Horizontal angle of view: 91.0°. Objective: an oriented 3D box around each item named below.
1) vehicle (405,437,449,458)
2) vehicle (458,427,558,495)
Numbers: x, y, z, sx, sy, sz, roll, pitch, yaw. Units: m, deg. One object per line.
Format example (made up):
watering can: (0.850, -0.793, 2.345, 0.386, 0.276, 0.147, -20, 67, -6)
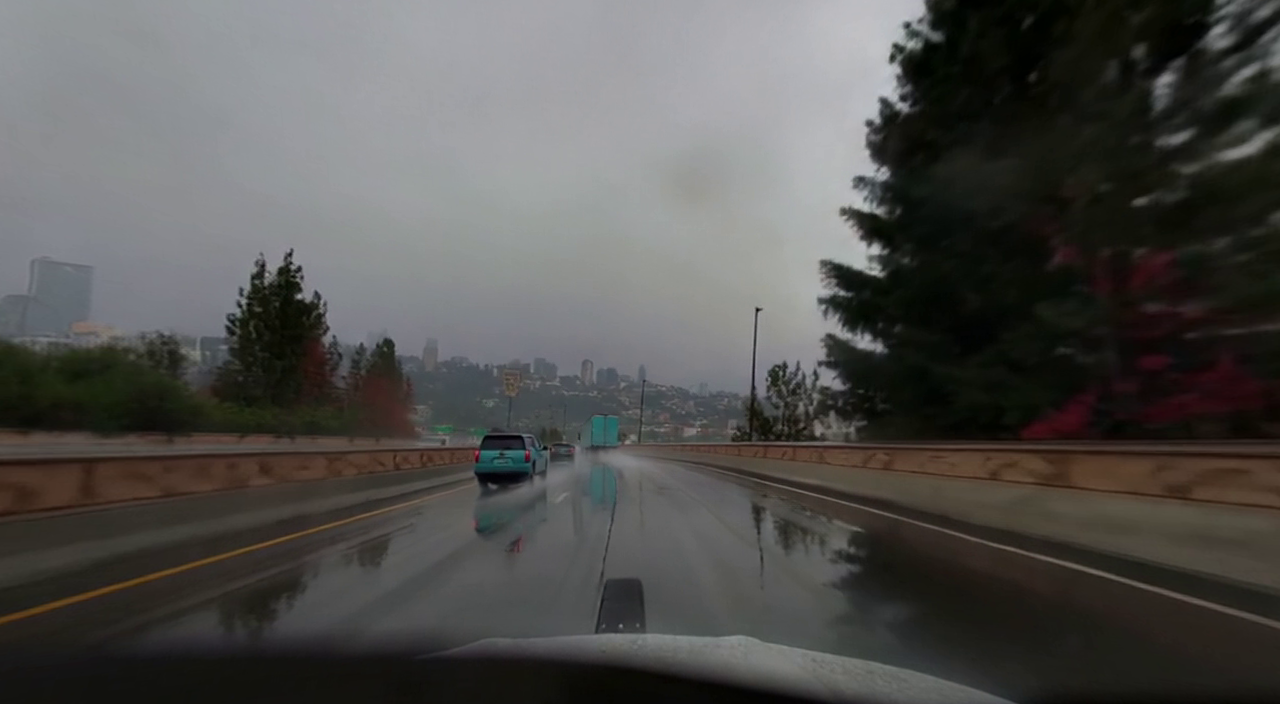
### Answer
vehicle: (-15.539, 7.004, 46.231, 1.953, 1.501, 4.268, 1, -9, -3)
vehicle: (-3.688, 3.149, 18.528, 2.041, 1.734, 4.391, 0, -9, -1)
